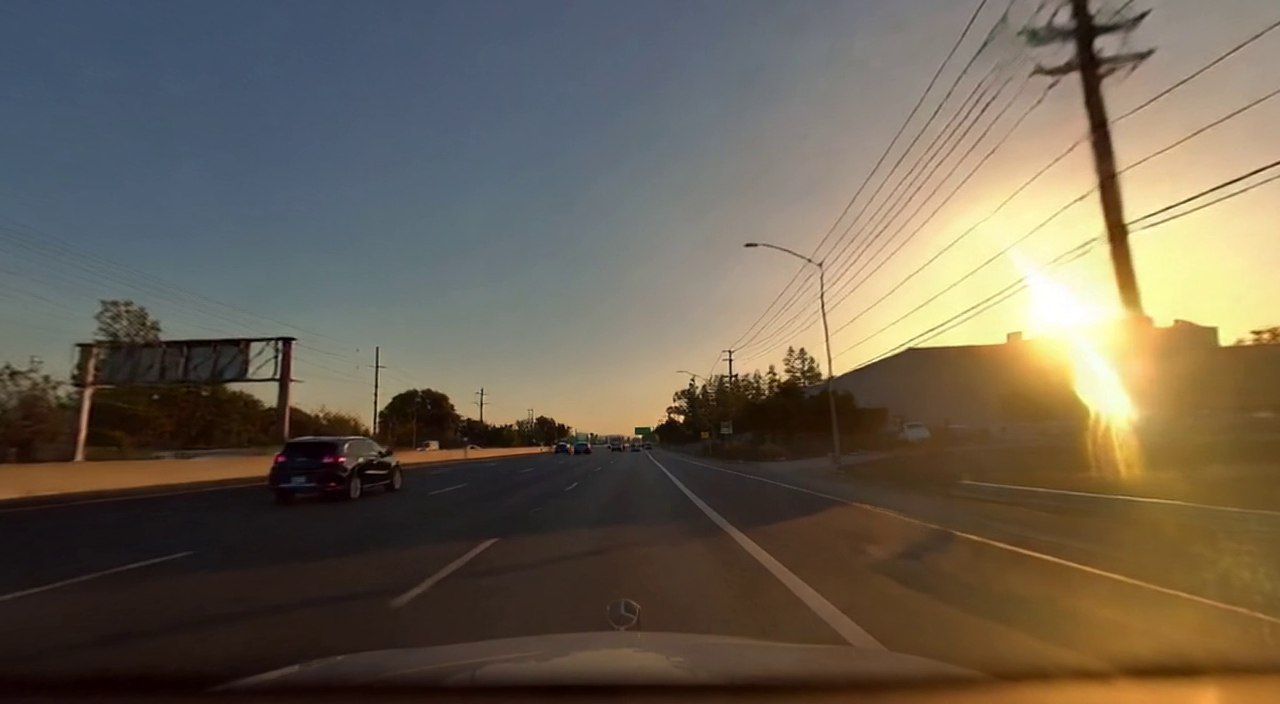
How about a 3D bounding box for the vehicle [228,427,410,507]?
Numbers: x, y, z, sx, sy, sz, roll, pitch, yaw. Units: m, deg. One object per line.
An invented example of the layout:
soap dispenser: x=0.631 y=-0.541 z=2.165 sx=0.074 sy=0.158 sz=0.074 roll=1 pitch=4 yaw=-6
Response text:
vehicle: x=-7.623 y=2.771 z=15.637 sx=2.140 sy=1.626 sz=4.457 roll=1 pitch=-9 yaw=0
